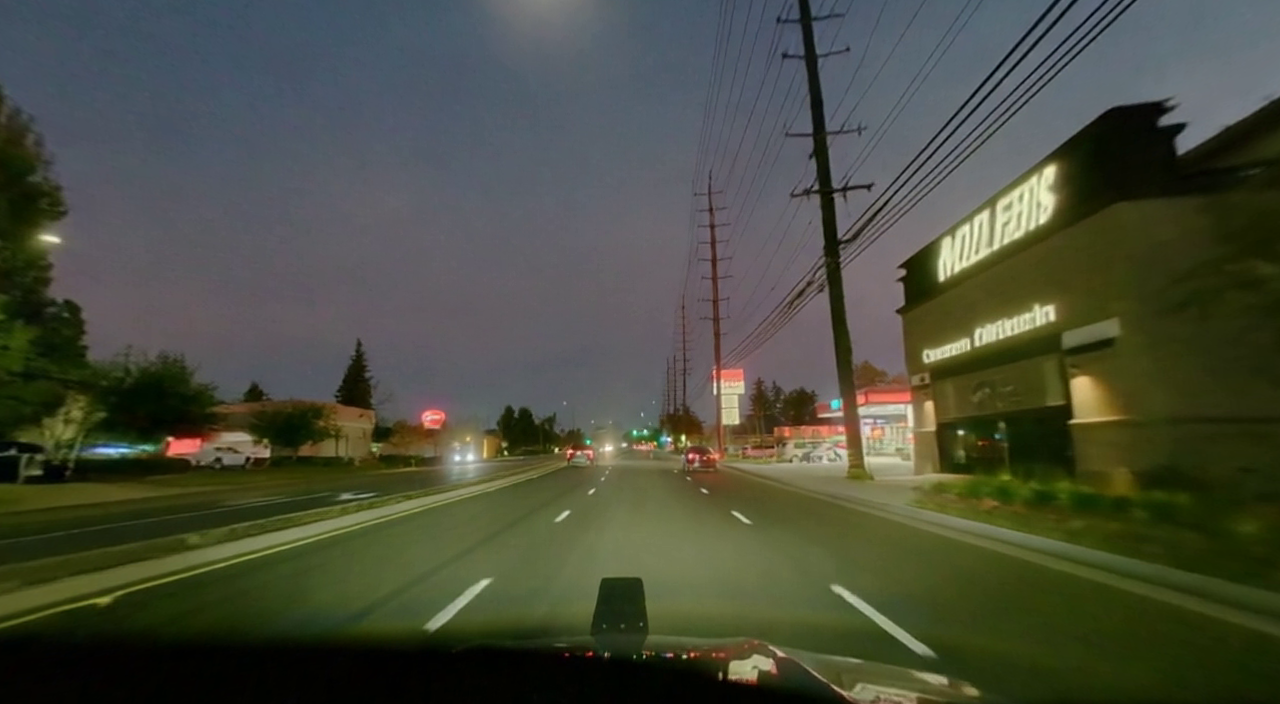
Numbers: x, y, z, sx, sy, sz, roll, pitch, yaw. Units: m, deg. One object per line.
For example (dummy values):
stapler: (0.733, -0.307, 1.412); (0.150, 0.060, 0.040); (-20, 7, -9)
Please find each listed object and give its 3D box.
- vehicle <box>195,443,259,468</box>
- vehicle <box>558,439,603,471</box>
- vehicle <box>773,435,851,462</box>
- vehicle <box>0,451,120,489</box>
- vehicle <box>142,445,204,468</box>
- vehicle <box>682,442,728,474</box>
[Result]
vehicle: (-31.228, 7.839, 47.817); (1.859, 1.704, 4.366); (-1, -9, -1)
vehicle: (-3.234, 5.690, 35.070); (2.047, 1.664, 4.148); (0, -9, 0)
vehicle: (12.179, 6.859, 44.751); (4.832, 1.813, 2.170); (1, -9, -6)
vehicle: (-26.040, 5.250, 28.349); (1.823, 1.412, 4.255); (-1, -8, -4)
vehicle: (-34.521, 7.749, 46.714); (1.923, 1.597, 4.127); (1, -9, -9)
vehicle: (3.343, 5.544, 33.141); (1.978, 1.455, 4.195); (2, -9, 0)
